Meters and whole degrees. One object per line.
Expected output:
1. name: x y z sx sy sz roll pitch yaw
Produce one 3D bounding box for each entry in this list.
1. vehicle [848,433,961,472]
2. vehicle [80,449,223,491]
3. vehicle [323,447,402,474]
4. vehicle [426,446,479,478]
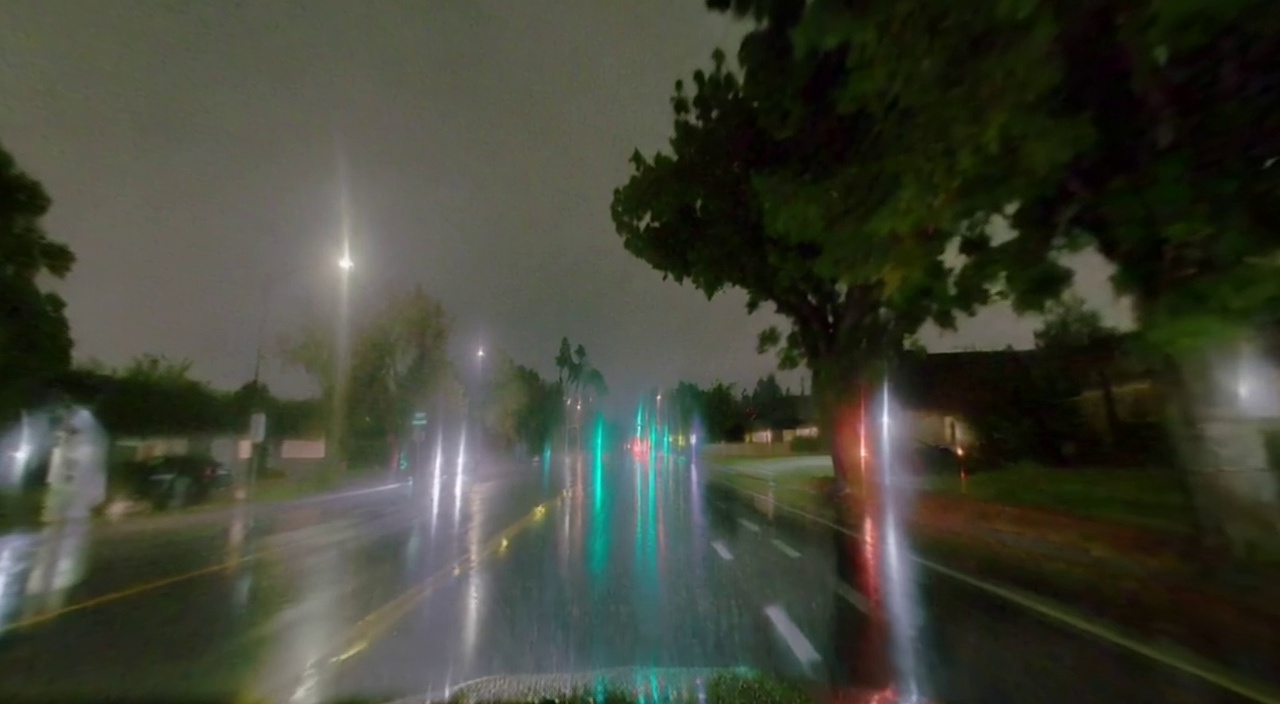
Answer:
1. vehicle: 11.974 4.590 28.867 4.194 1.680 2.150 0 -8 1
2. vehicle: -21.795 5.239 28.333 4.684 1.758 2.138 -1 -8 2
3. vehicle: -19.680 7.690 44.933 4.668 1.824 1.999 0 -9 -1
4. vehicle: -12.056 7.140 41.027 2.062 1.821 4.880 -3 -10 -1
